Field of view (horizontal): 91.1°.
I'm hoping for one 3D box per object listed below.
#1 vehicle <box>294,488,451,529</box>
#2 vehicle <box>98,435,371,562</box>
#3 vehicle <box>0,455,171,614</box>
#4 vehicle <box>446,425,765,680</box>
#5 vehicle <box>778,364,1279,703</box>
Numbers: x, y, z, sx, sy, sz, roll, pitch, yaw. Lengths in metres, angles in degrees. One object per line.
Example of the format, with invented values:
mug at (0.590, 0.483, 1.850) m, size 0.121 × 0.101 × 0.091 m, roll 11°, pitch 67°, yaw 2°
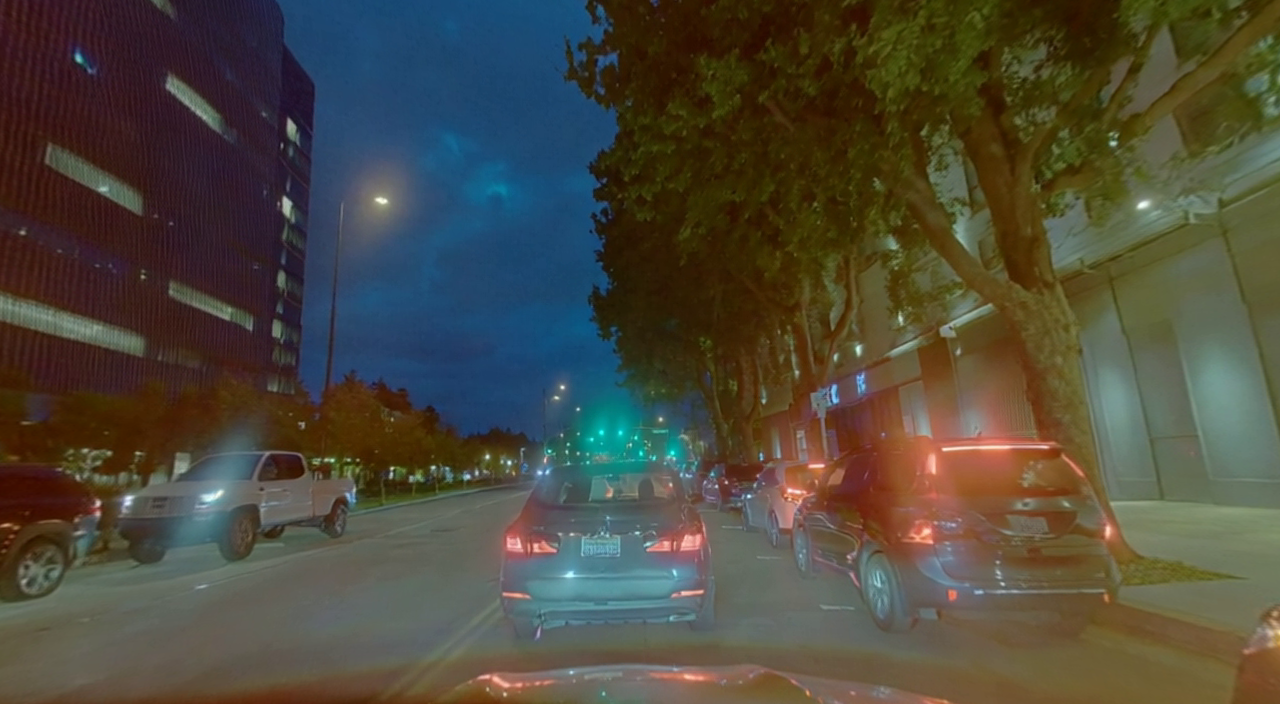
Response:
vehicle at (-7.014, 4.208, 17.173) m, size 2.223 × 0.774 × 4.789 m, roll 1°, pitch -10°, yaw 0°
vehicle at (-6.840, 2.598, 11.394) m, size 1.994 × 1.701 × 4.520 m, roll -3°, pitch -12°, yaw -1°
vehicle at (-6.983, 1.699, 5.865) m, size 1.900 × 1.471 × 4.202 m, roll 1°, pitch -10°, yaw 0°
vehicle at (-0.194, 1.616, 5.913) m, size 2.018 × 1.583 × 3.646 m, roll 1°, pitch -10°, yaw 1°
vehicle at (2.708, 1.436, 5.689) m, size 1.868 × 1.920 × 4.501 m, roll 1°, pitch -10°, yaw 0°
